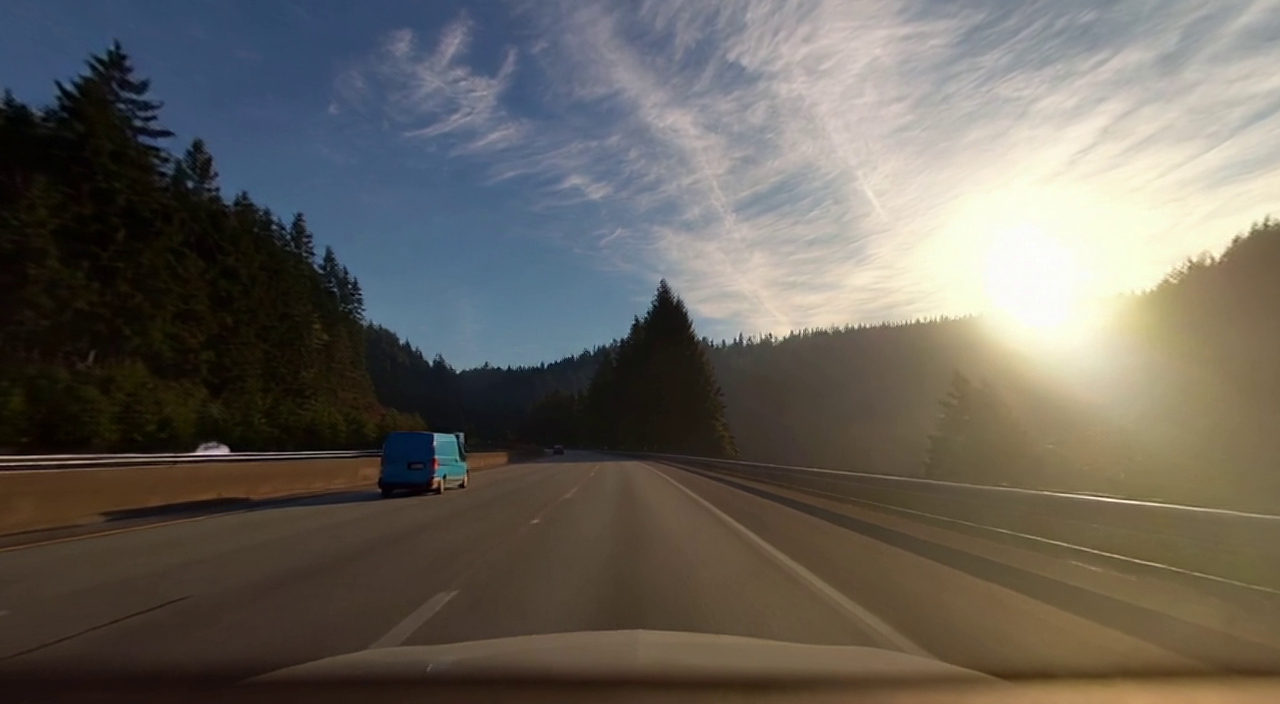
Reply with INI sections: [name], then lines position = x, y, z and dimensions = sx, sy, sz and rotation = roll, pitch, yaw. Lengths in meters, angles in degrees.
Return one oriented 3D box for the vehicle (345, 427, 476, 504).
[vehicle]
position = -6.827, 3.456, 19.488
dimensions = 2.197, 2.038, 4.919
rotation = 0, -9, -1
